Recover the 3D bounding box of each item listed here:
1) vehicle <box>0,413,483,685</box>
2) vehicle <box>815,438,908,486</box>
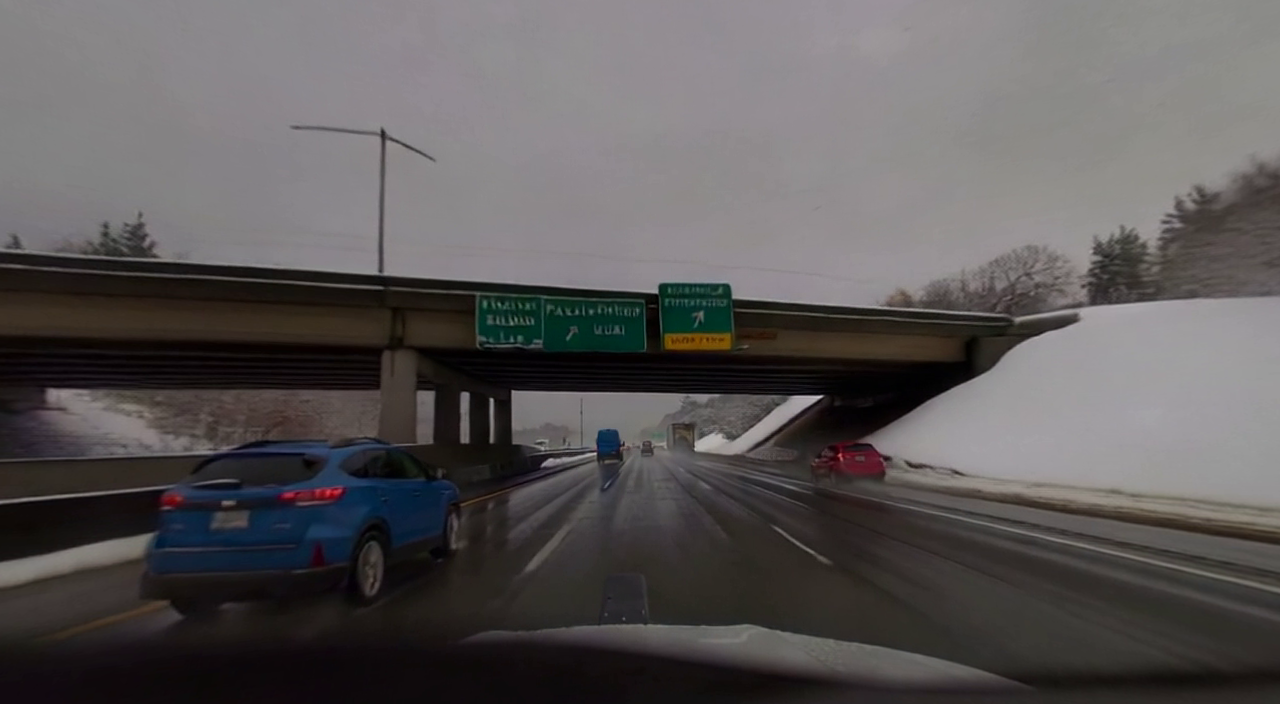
[{"bbox_3d":[-3.111,1.452,5.881,2.029,1.472,4.721,0,-9,1],"label":"vehicle"},{"bbox_3d":[8.297,4.159,24.054,1.936,1.664,4.198,0,-9,-1],"label":"vehicle"}]
